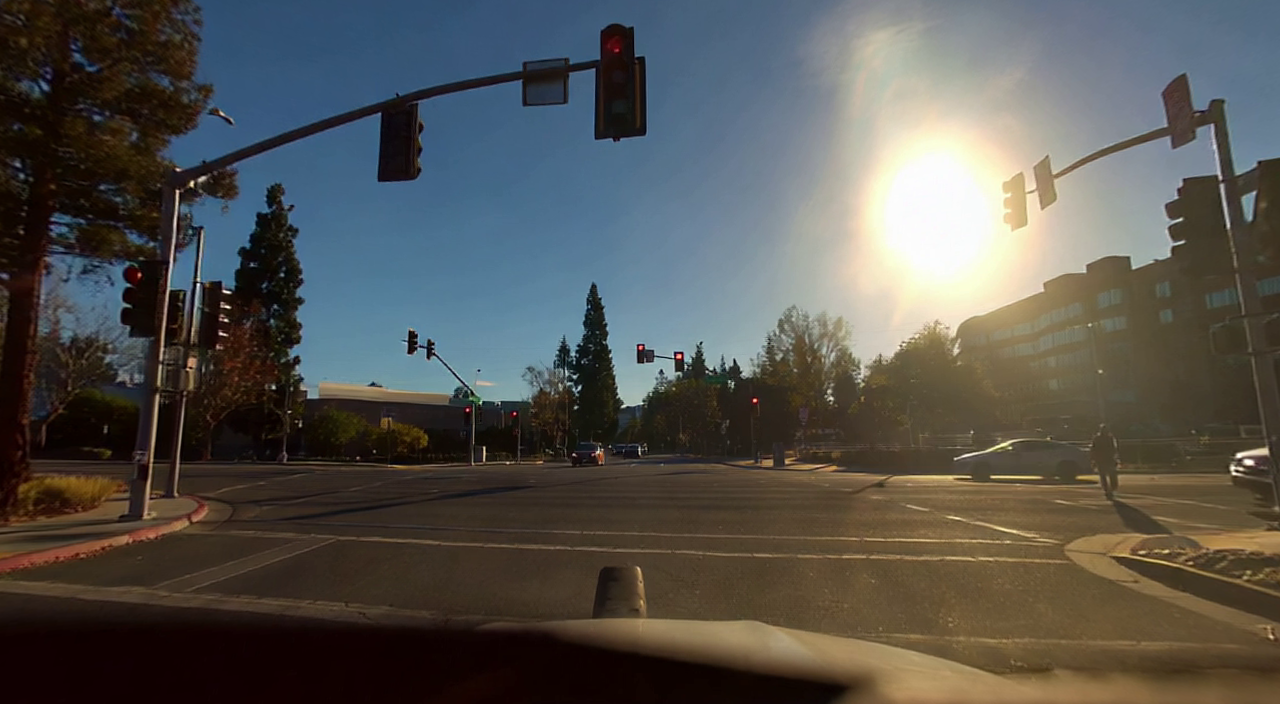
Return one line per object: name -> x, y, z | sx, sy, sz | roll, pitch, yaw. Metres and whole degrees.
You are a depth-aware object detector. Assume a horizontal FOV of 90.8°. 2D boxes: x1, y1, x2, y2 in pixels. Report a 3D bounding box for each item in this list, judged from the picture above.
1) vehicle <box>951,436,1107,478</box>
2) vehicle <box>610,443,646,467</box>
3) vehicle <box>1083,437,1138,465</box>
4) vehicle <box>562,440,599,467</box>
vehicle -> 14.601, 3.988, 24.024 | 4.588, 1.484, 2.000 | -3, -9, 14
vehicle -> -0.873, 6.852, 42.128 | 2.056, 1.492, 3.937 | 1, -9, -6
vehicle -> 26.969, 5.654, 36.141 | 2.092, 1.474, 4.046 | -8, -11, 41
vehicle -> -4.114, 7.104, 44.251 | 2.251, 1.756, 4.610 | 0, -9, -2
